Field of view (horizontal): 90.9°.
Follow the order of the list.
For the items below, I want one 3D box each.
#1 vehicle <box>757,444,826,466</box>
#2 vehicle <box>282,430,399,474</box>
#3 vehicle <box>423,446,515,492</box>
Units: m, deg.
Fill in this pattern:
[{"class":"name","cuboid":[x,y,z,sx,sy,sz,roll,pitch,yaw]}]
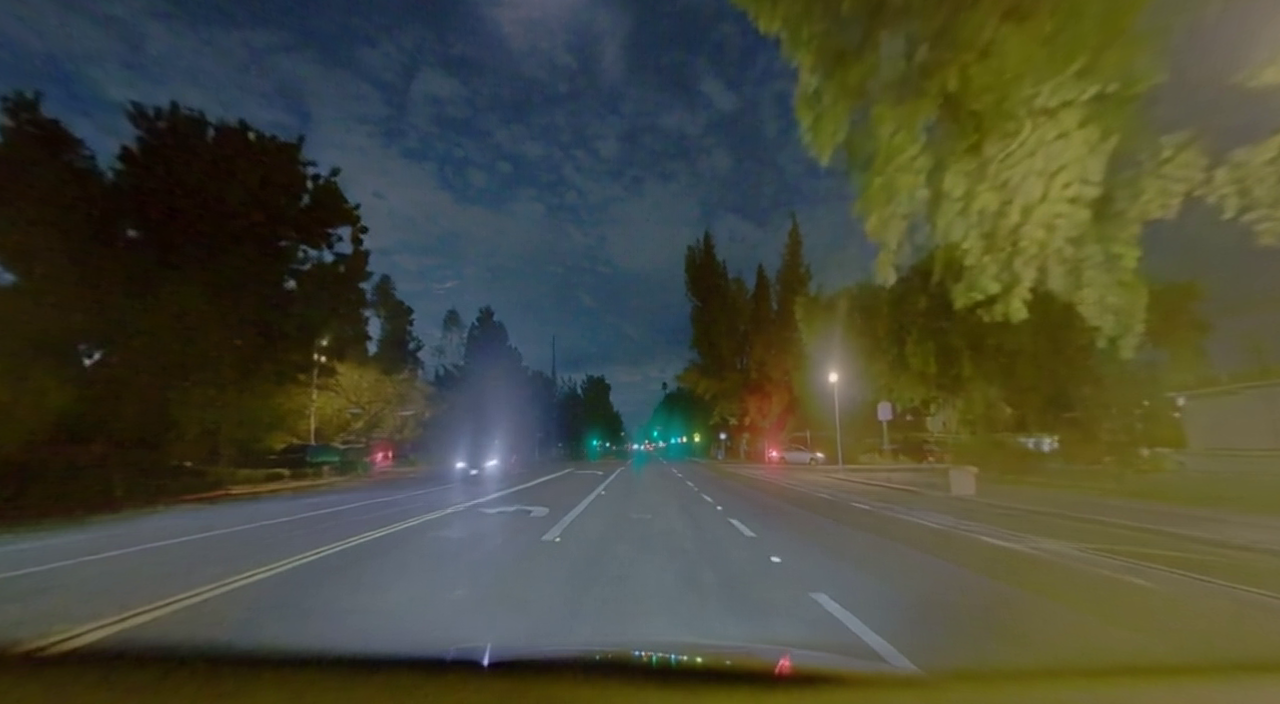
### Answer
[{"class":"vehicle","cuboid":[11.349,7.717,47.465,4.565,1.600,2.023,0,-8,-5]},{"class":"vehicle","cuboid":[-20.611,6.890,43.601,6.794,2.863,2.387,0,-8,0]},{"class":"vehicle","cuboid":[-6.389,4.403,24.169,2.163,1.588,4.509,0,-8,1]}]
